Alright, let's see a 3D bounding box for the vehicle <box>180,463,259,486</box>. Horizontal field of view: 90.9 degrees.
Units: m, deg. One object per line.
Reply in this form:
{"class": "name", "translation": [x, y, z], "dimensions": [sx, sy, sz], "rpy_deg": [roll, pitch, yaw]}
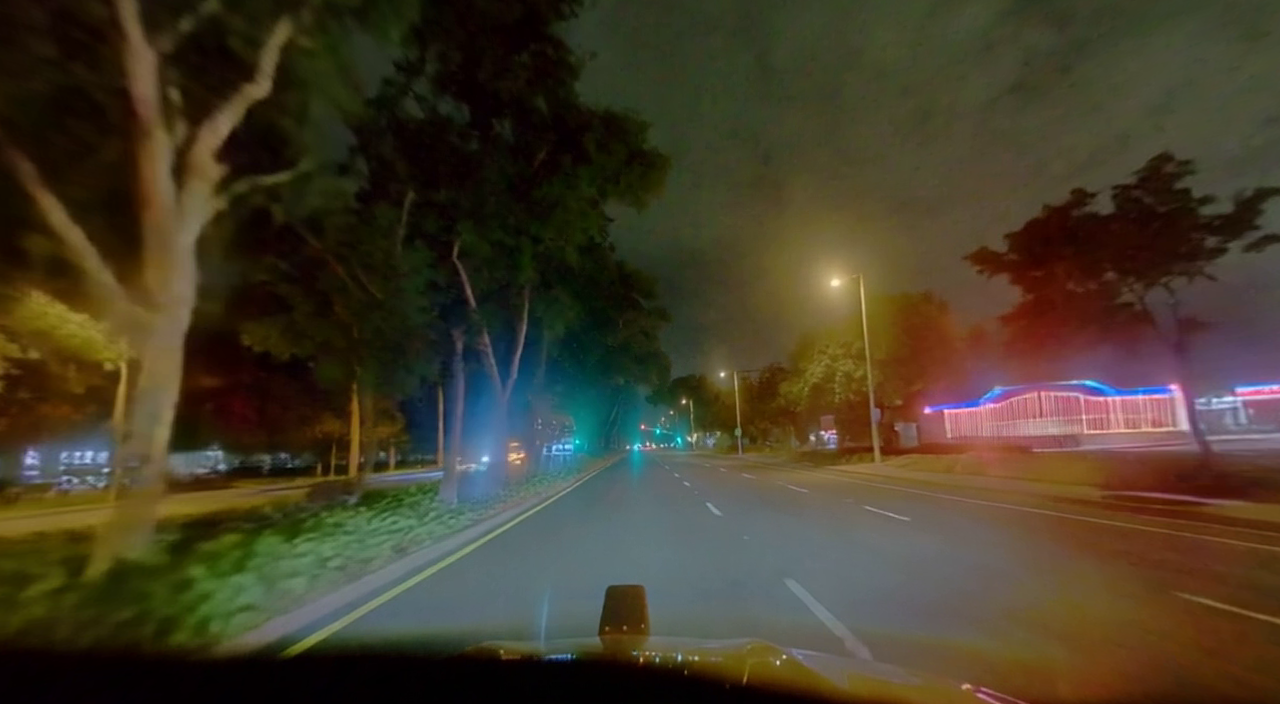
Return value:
{"class": "vehicle", "translation": [-31.310, 9.126, 47.064], "dimensions": [4.622, 1.466, 1.842], "rpy_deg": [4, -10, -27]}
